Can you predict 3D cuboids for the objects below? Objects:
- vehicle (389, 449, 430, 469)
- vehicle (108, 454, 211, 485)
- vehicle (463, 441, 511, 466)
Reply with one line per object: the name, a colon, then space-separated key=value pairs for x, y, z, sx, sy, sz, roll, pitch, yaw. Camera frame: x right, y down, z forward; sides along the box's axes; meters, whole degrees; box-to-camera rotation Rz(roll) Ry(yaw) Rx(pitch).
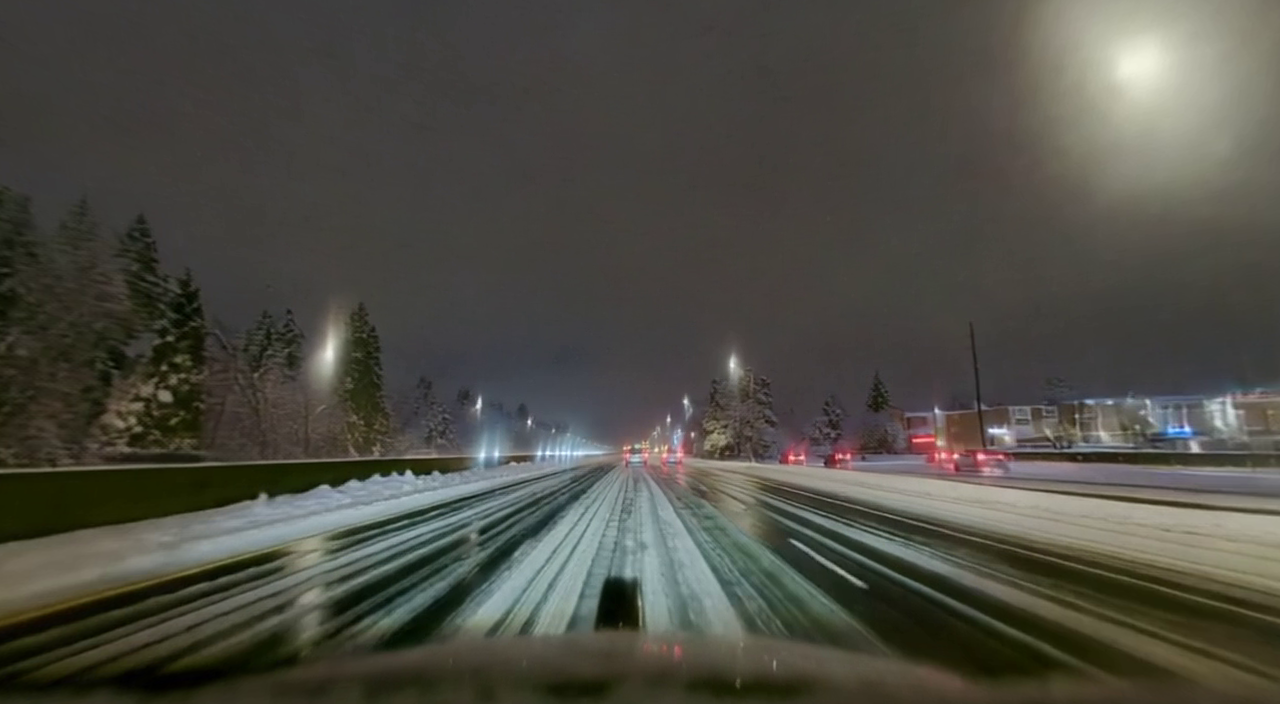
vehicle: x=-17.748 y=8.240 z=48.750 sx=1.719 sy=1.443 sz=3.463 roll=0 pitch=-8 yaw=2
vehicle: x=-24.464 y=5.965 z=32.406 sx=1.821 sy=1.405 sz=4.438 roll=0 pitch=-9 yaw=0
vehicle: x=-9.932 y=6.608 z=41.467 sx=1.915 sy=1.524 sz=4.623 roll=0 pitch=-8 yaw=1
